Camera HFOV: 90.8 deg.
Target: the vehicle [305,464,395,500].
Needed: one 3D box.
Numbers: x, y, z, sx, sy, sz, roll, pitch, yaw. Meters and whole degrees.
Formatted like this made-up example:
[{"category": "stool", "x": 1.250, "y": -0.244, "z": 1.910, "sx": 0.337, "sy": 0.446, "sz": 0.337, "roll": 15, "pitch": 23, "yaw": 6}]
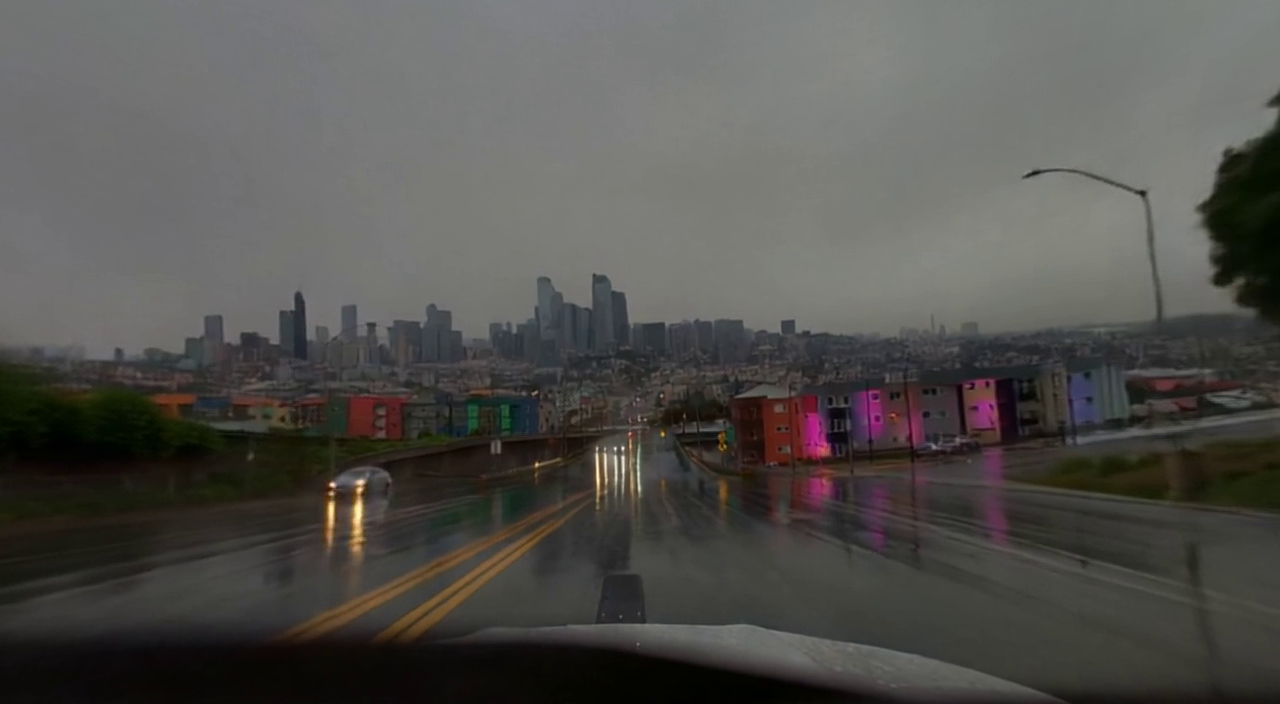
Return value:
[{"category": "vehicle", "x": -13.063, "y": 5.876, "z": 28.808, "sx": 1.989, "sy": 1.461, "sz": 4.426, "roll": 0, "pitch": -10, "yaw": 0}]
